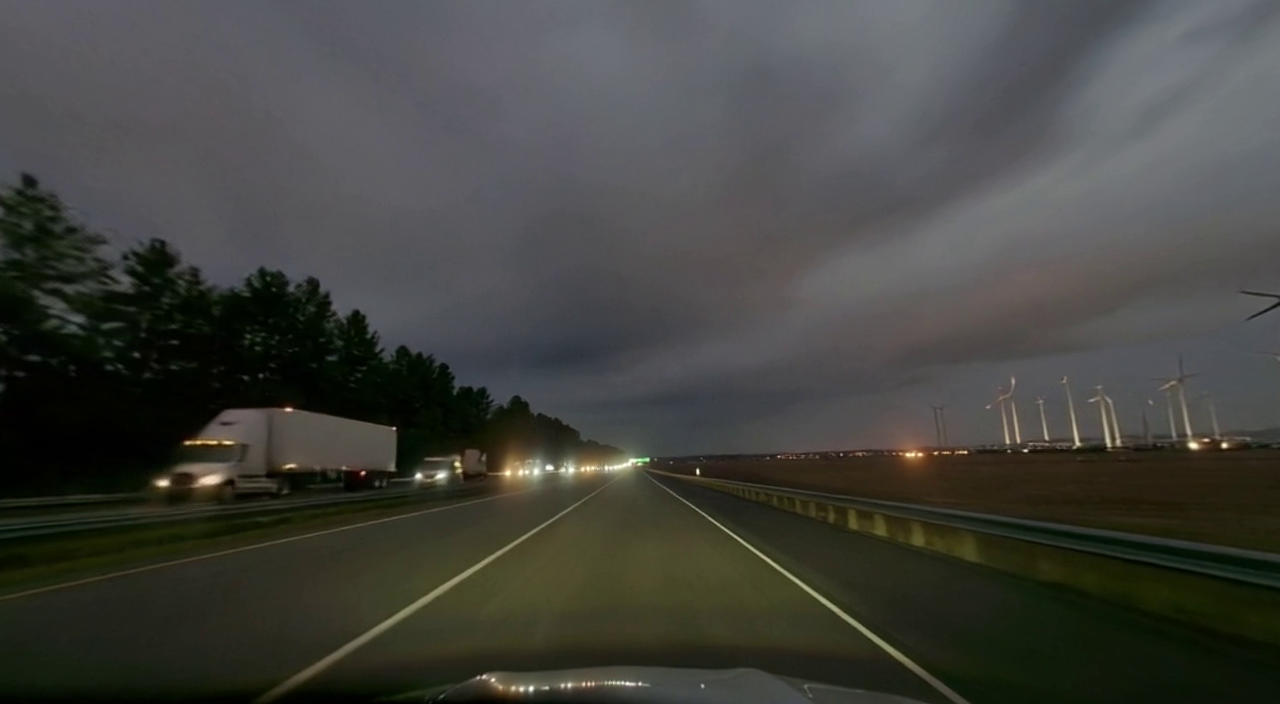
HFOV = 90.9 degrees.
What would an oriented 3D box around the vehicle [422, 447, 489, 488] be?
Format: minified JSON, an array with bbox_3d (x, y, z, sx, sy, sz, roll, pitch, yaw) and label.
[{"bbox_3d":[-12.295,7.806,42.664,2.330,2.510,7.073,1,-10,0],"label":"vehicle"}]

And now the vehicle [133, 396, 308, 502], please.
[{"bbox_3d":[-16.938,4.087,26.106,2.950,3.846,5.918,1,-10,-1],"label":"vehicle"}]
